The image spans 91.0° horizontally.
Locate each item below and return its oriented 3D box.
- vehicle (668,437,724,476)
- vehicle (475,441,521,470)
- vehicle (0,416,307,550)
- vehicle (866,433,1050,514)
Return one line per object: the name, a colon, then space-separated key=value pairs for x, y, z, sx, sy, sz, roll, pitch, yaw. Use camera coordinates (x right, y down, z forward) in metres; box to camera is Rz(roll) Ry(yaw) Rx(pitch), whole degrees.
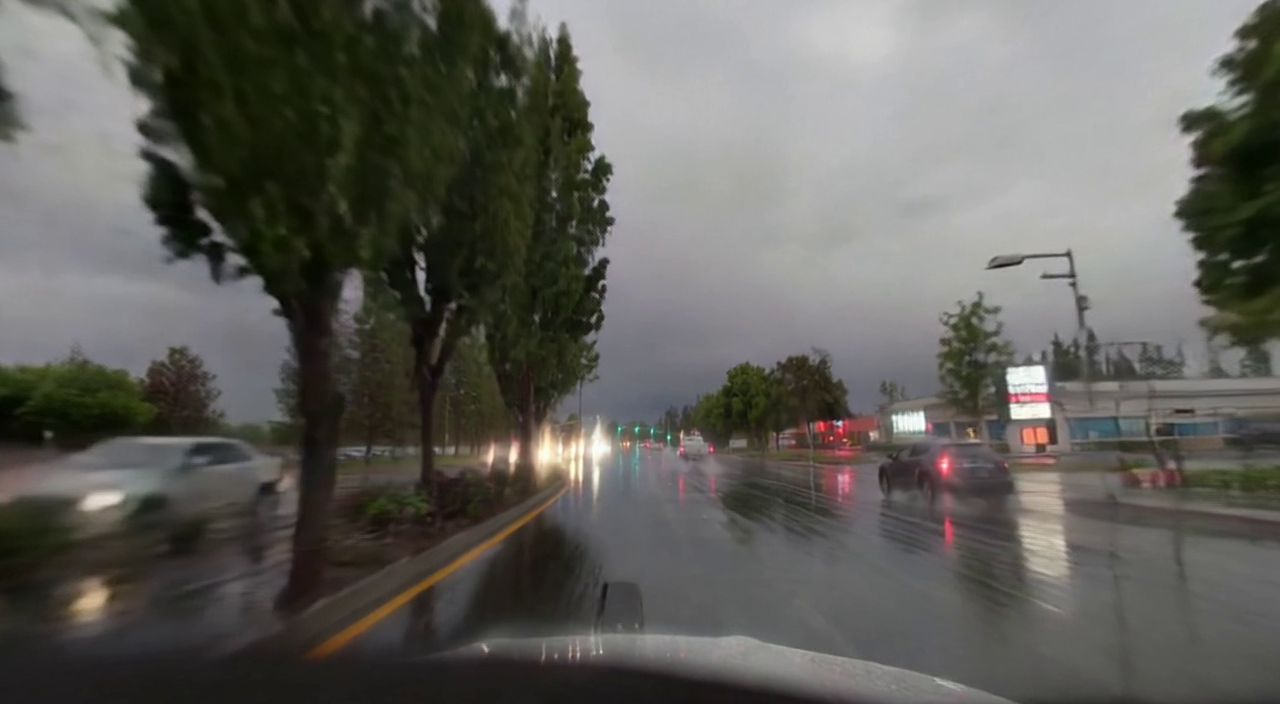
vehicle: x=2.558 y=4.897 z=29.716 sx=2.161 sy=1.676 sz=4.151 roll=1 pitch=-9 yaw=-2
vehicle: x=-9.560 y=6.994 z=42.801 sx=2.118 sy=1.838 sz=4.737 roll=0 pitch=-9 yaw=-1
vehicle: x=-9.063 y=2.342 z=12.072 sx=2.234 sy=1.922 sz=5.699 roll=0 pitch=-9 yaw=0
vehicle: x=6.831 y=2.636 z=14.127 sx=1.886 sy=1.528 sz=4.169 roll=0 pitch=-9 yaw=-1
